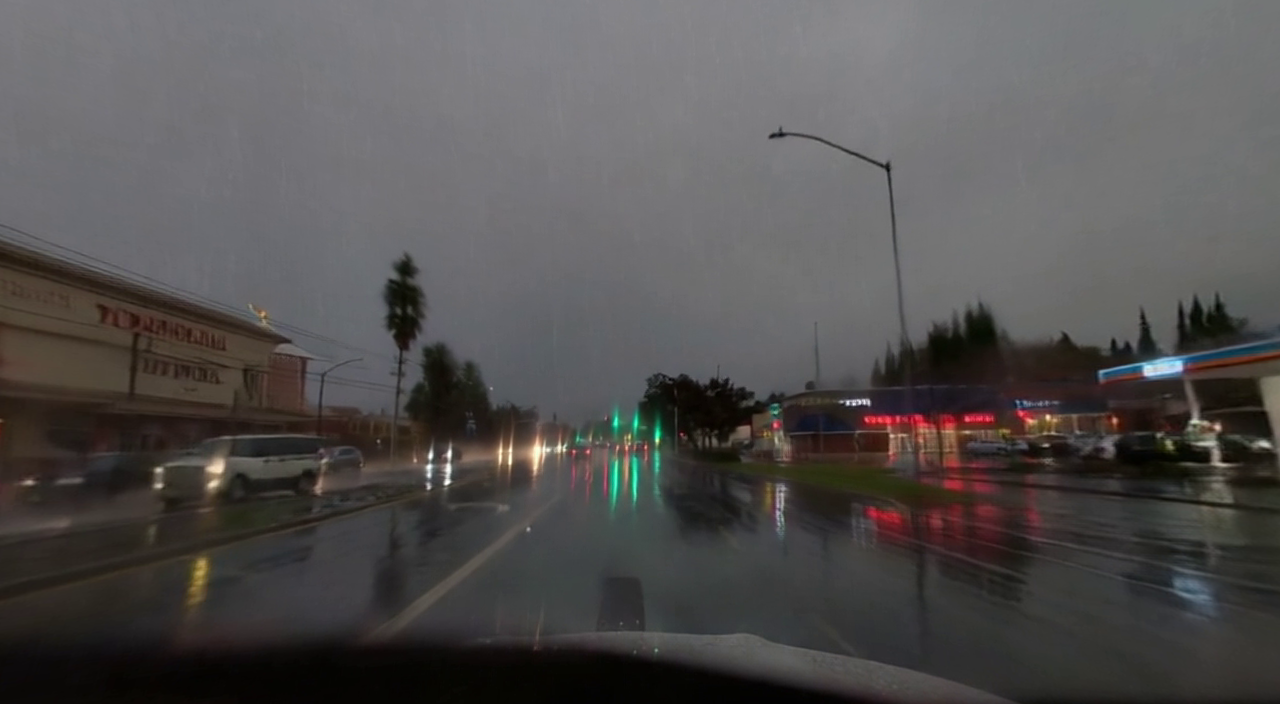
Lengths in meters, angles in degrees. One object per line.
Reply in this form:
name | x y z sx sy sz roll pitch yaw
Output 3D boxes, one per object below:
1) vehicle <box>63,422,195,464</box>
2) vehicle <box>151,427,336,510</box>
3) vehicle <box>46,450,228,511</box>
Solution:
vehicle | -36.544 6.548 45.414 6.425 2.891 3.186 1 -8 -5
vehicle | -11.134 3.282 18.356 2.229 1.957 5.057 -2 -8 -2
vehicle | -15.012 3.808 19.270 2.045 1.519 4.401 -2 -8 -2
